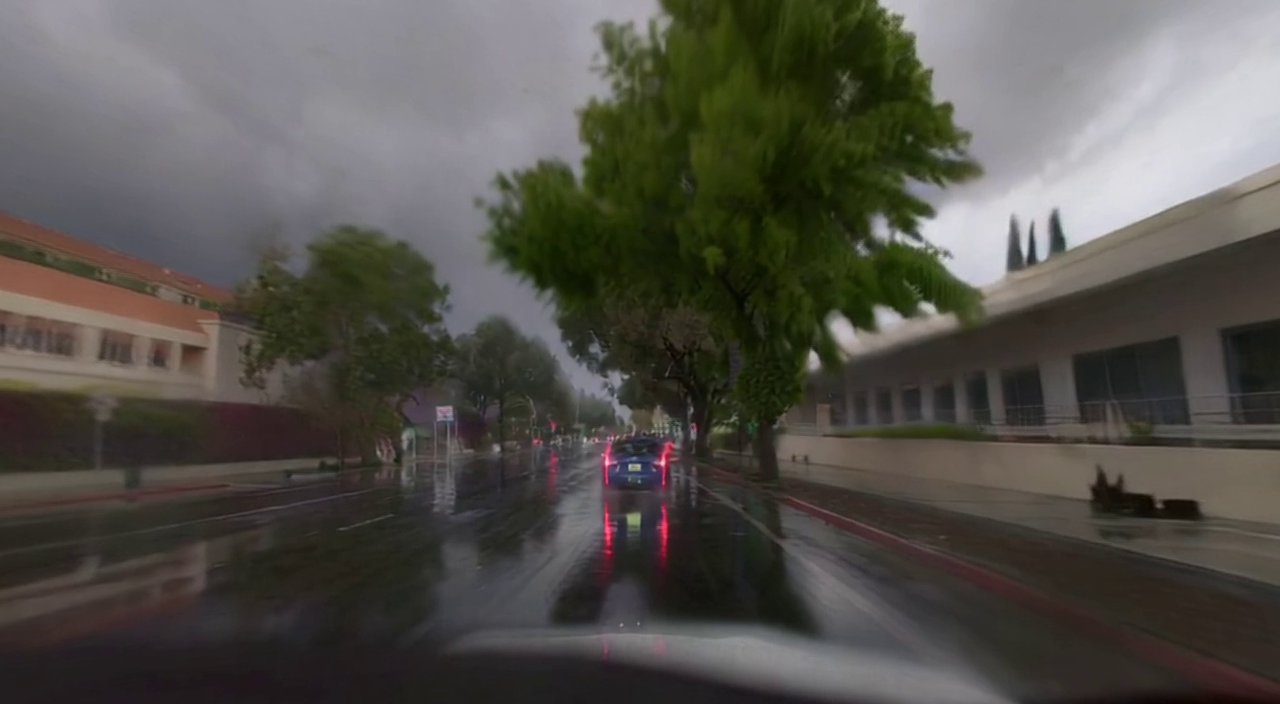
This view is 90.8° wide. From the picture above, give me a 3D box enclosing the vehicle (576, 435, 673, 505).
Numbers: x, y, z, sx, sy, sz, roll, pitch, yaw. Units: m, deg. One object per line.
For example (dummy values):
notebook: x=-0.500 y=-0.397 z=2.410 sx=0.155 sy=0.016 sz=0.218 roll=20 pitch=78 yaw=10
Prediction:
vehicle: x=-0.404 y=2.888 z=15.963 sx=2.116 sy=1.479 sz=4.358 roll=0 pitch=-8 yaw=-2
